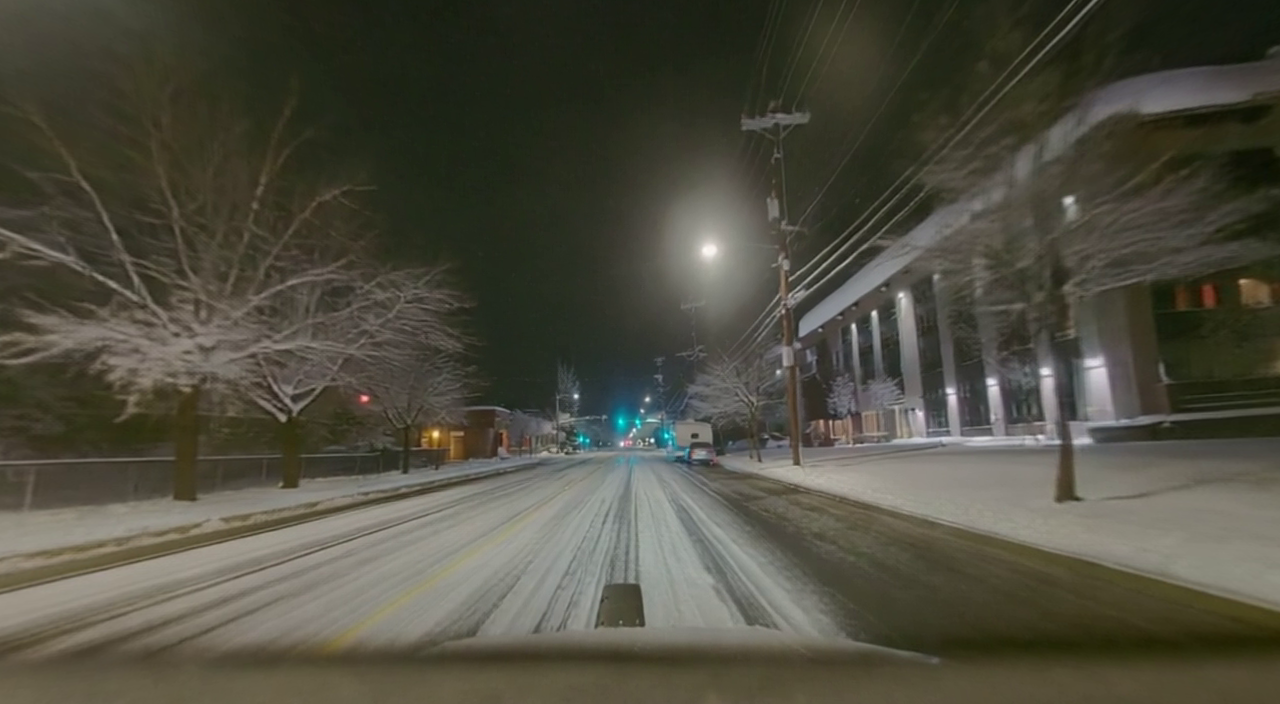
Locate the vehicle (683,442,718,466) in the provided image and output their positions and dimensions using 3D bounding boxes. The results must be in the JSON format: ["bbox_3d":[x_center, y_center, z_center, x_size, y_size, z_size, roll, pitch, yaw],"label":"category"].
[{"bbox_3d":[4.132,7.026,43.626,1.852,1.497,3.672,-2,-8,-2],"label":"vehicle"}]
